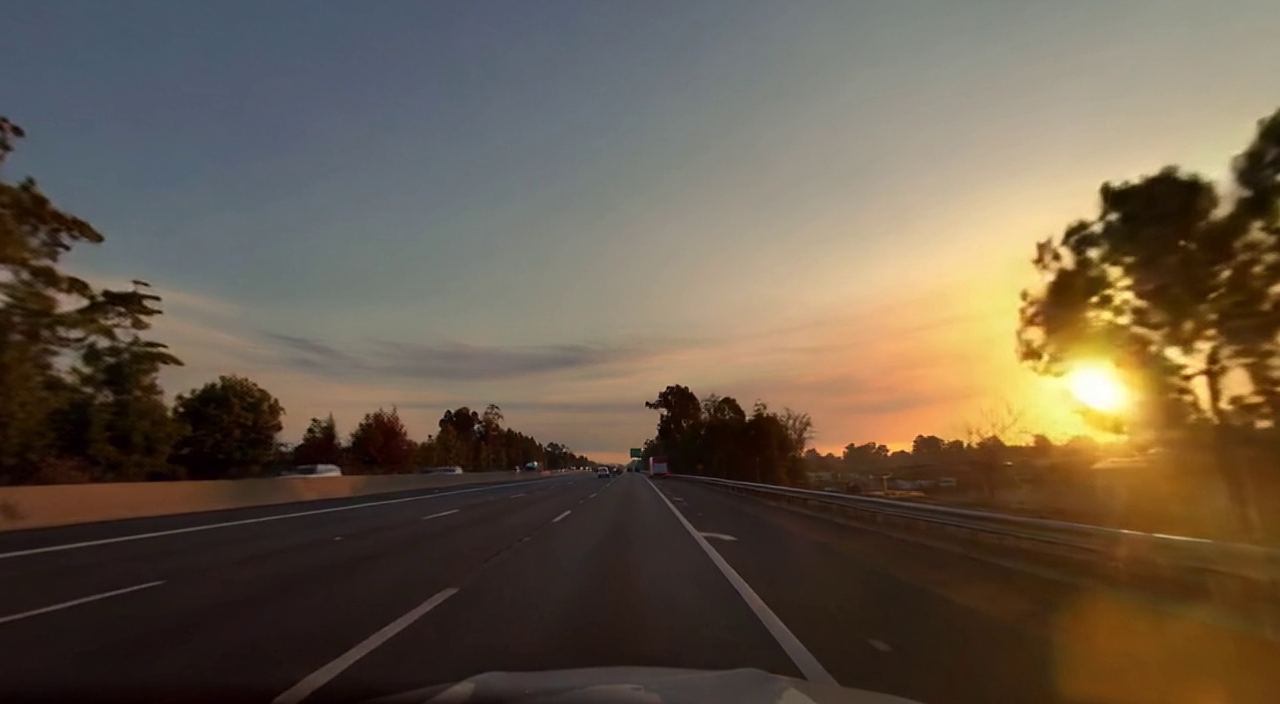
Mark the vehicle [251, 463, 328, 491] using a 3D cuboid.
[{"bbox_3d":[-19.189,6.868,34.737,1.855,1.446,4.114,0,-11,0],"label":"vehicle"}]
